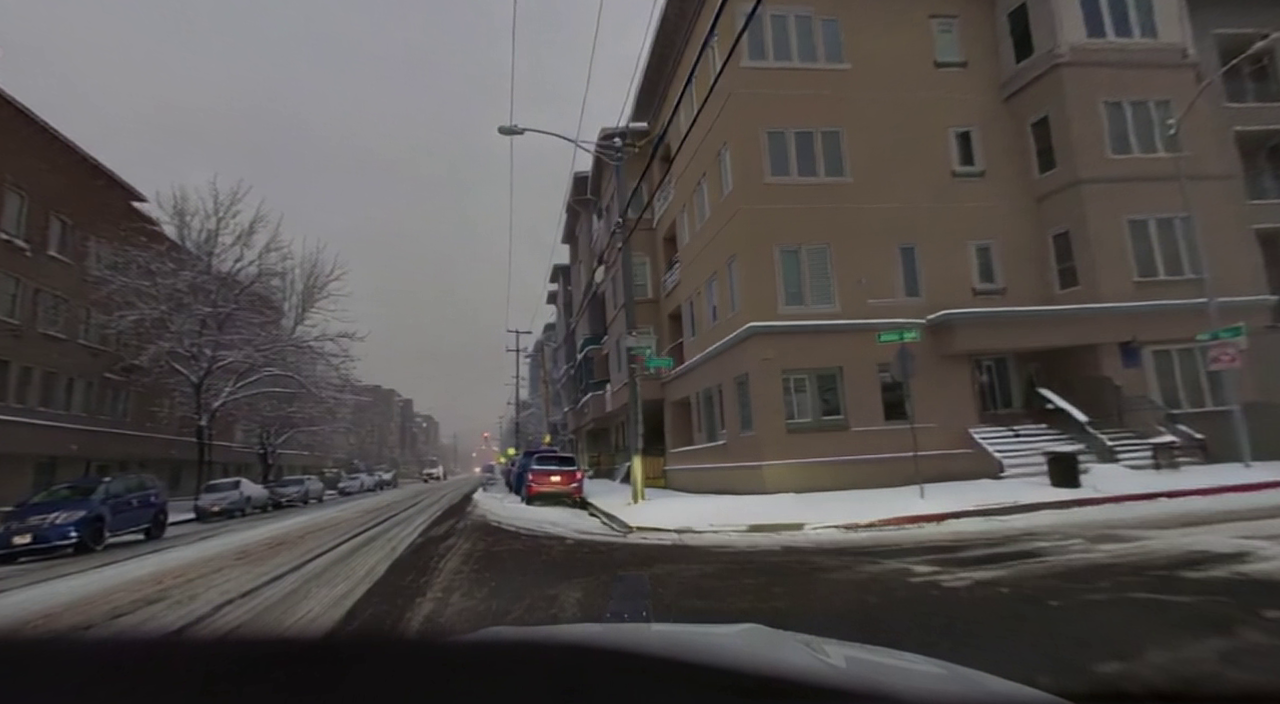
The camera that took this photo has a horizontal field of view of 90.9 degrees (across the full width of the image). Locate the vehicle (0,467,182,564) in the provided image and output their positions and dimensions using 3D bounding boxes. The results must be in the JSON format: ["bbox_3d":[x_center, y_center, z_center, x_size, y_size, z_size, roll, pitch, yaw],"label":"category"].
[{"bbox_3d":[-13.711,3.878,15.582,2.140,1.874,4.475,1,-9,-13],"label":"vehicle"}]

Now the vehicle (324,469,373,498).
[{"bbox_3d":[-19.160,8.607,41.596,2.032,1.641,4.162,1,-9,-13],"label":"vehicle"}]

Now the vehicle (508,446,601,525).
[{"bbox_3d":[-2.480,3.572,17.460,2.164,1.721,4.416,-3,-8,-11],"label":"vehicle"}]
